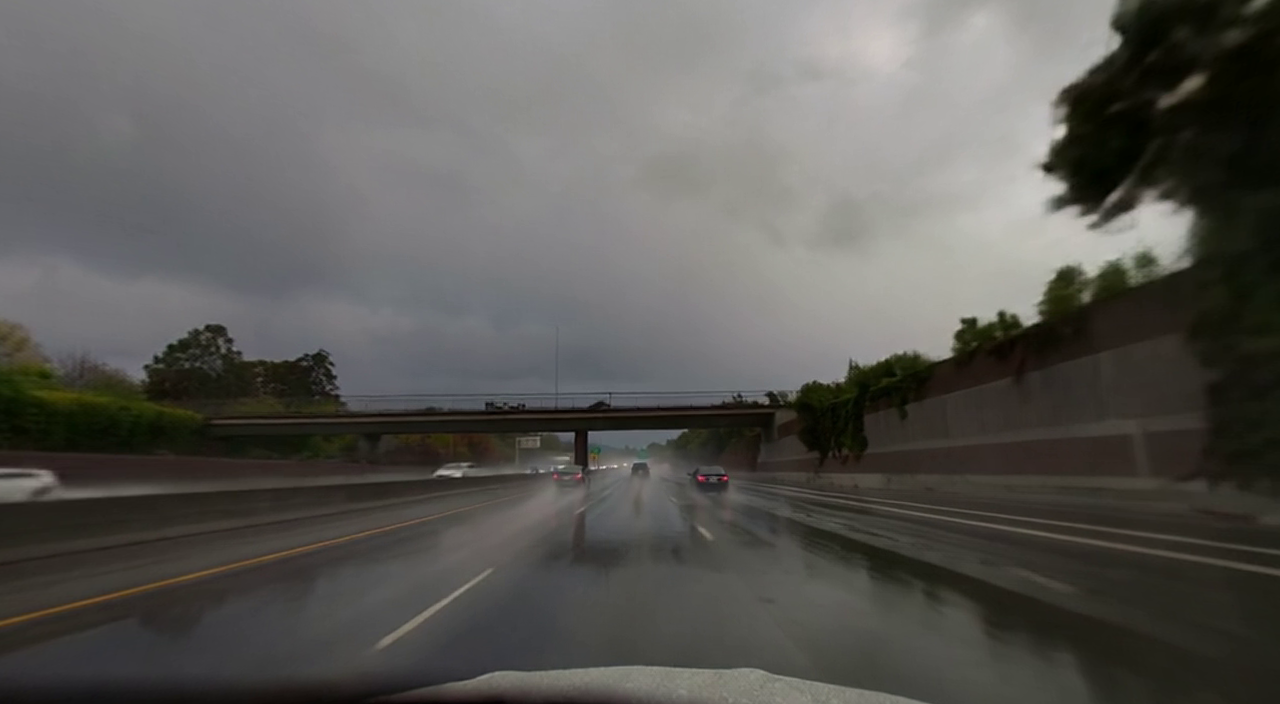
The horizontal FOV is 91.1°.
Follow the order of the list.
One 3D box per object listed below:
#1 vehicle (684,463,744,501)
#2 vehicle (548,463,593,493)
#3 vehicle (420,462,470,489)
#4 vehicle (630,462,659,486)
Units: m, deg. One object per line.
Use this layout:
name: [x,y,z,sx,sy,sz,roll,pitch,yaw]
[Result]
vehicle: [3.259,5.869,28.591,2.092,1.518,4.348,1,-10,-1]
vehicle: [-3.790,6.940,34.803,1.975,1.486,3.903,1,-10,0]
vehicle: [-13.413,8.525,43.527,1.934,1.661,4.526,1,-10,1]
vehicle: [0.331,9.436,48.795,2.181,1.698,4.056,1,-10,0]
